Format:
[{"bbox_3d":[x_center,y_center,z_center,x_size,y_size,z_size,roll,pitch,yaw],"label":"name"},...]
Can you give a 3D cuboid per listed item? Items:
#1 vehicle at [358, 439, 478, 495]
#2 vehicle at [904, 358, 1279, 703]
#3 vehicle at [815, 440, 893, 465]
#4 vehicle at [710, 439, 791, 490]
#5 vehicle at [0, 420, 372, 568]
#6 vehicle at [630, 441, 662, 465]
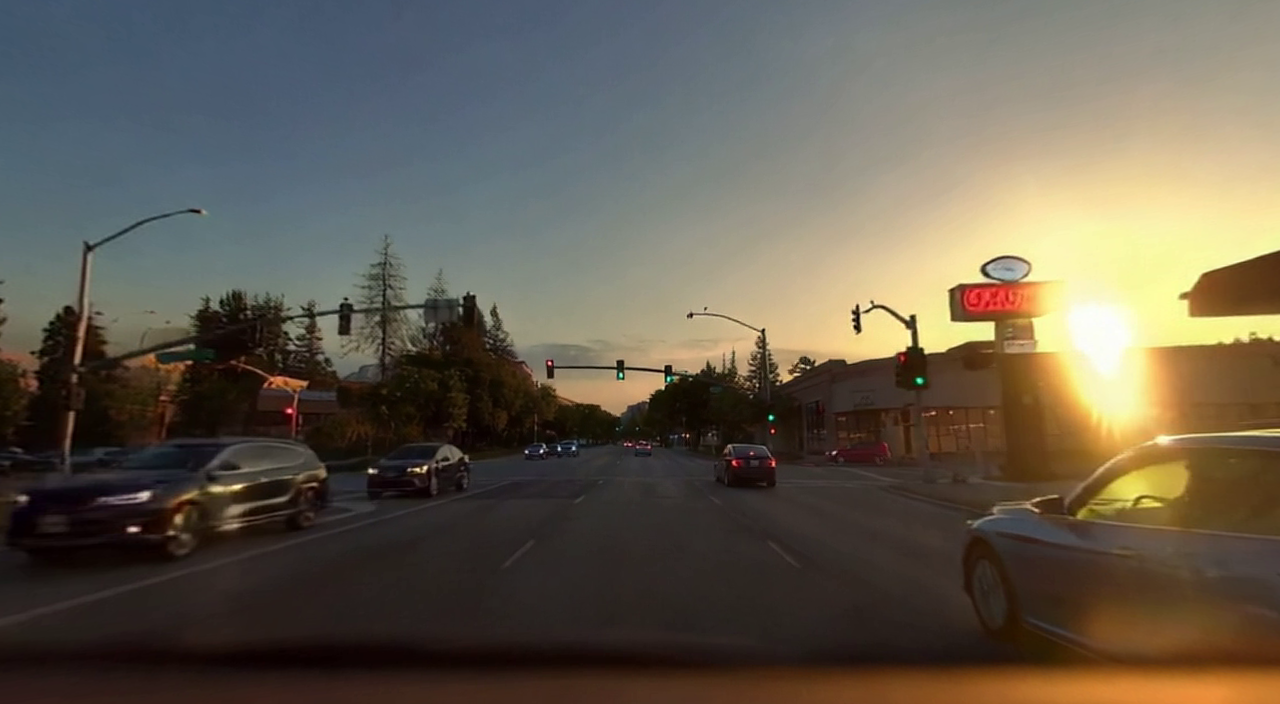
[{"bbox_3d":[-6.483,3.387,19.048,2.038,1.484,4.273,0,-8,0],"label":"vehicle"},{"bbox_3d":[3.296,0.926,2.832,2.174,1.596,4.779,0,-8,0],"label":"vehicle"},{"bbox_3d":[13.883,6.531,41.162,4.370,1.517,1.939,0,-8,3],"label":"vehicle"},{"bbox_3d":[3.461,3.601,20.603,1.842,1.480,4.155,0,-8,-1],"label":"vehicle"},{"bbox_3d":[-6.124,1.906,9.360,2.176,1.591,4.778,0,-8,1],"label":"vehicle"},{"bbox_3d":[0.341,6.597,41.372,2.008,1.464,4.052,0,-8,-1],"label":"vehicle"}]
